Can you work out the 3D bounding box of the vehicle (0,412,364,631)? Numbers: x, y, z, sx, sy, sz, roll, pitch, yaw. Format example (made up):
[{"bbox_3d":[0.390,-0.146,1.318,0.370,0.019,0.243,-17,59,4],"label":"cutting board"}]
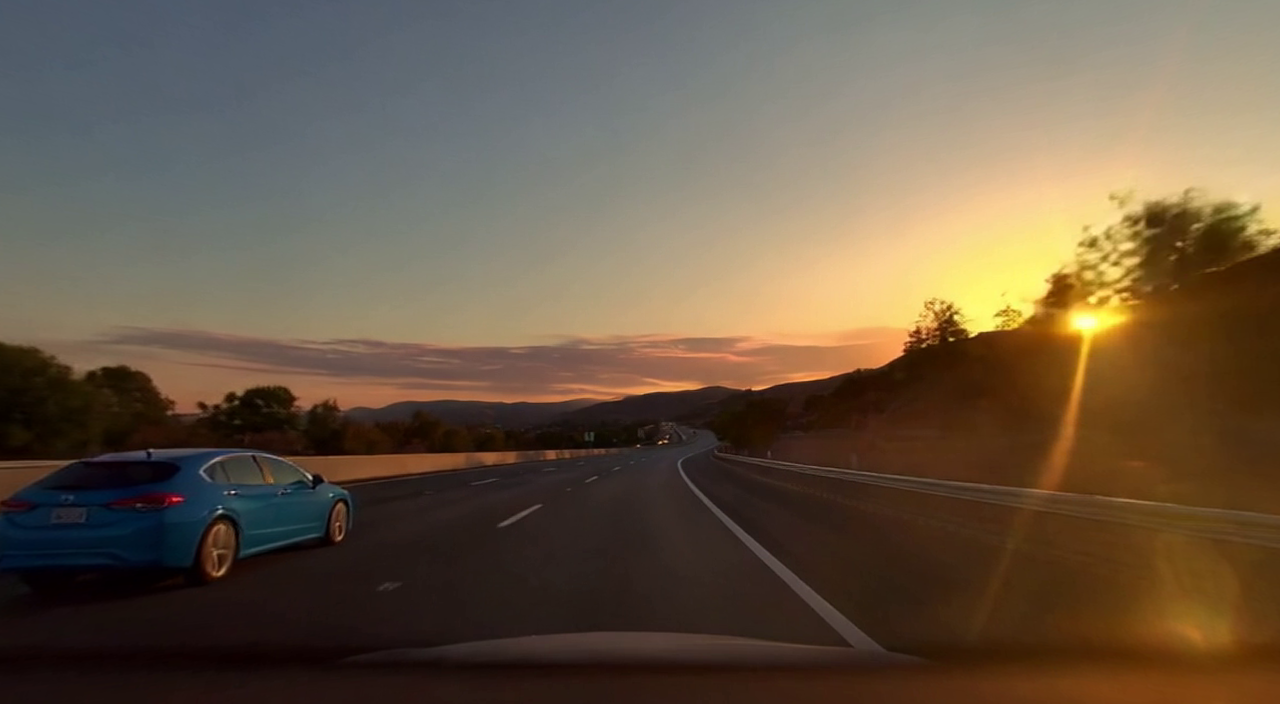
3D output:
[{"bbox_3d":[-4.607,1.462,6.324,1.928,1.504,3.745,0,-9,0],"label":"vehicle"}]
